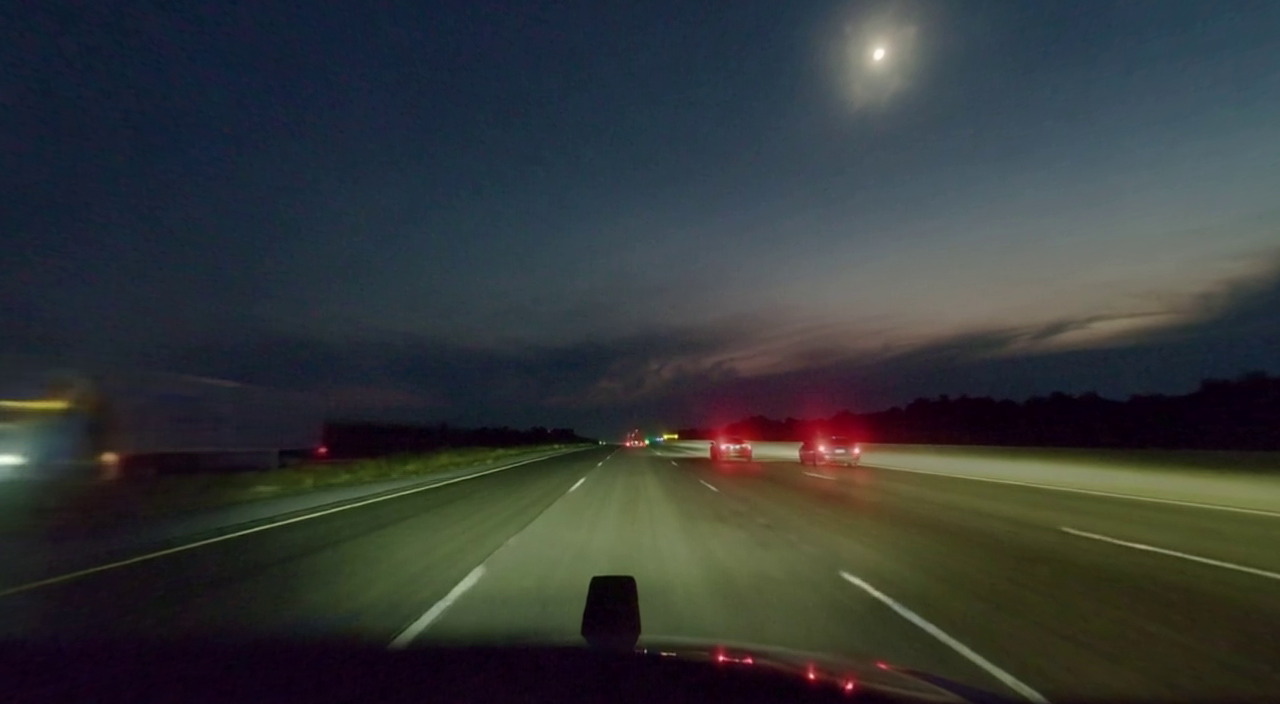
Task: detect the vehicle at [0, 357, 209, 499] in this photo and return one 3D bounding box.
[{"bbox_3d":[-18.122,2.446,20.354,3.380,3.797,6.784,1,-7,-1],"label":"vehicle"}]

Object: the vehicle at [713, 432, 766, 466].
[{"bbox_3d":[4.586,4.526,29.584,1.802,1.492,3.804,0,-8,-1],"label":"vehicle"}]
